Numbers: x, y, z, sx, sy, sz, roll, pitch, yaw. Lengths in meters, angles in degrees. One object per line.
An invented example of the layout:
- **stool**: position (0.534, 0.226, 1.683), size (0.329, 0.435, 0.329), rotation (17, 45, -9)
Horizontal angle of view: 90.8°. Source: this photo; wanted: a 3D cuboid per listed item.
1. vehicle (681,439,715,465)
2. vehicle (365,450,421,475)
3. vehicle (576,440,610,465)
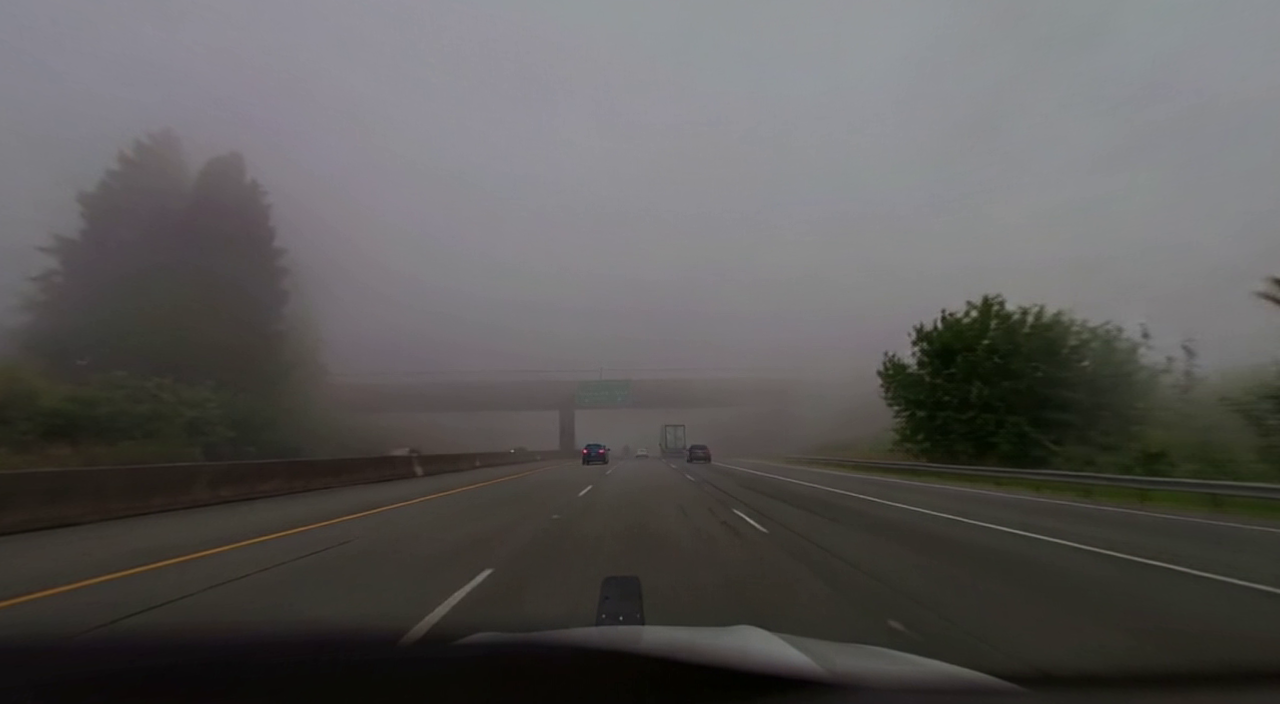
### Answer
- **vehicle**: position (4.487, 7.852, 49.660), size (2.100, 1.889, 4.969), rotation (0, -9, -1)
- **vehicle**: position (-15.504, 6.947, 39.838), size (1.816, 1.468, 4.091), rotation (0, -9, 0)
- **vehicle**: position (-3.489, 7.612, 47.722), size (2.238, 1.792, 4.518), rotation (0, -9, 0)
